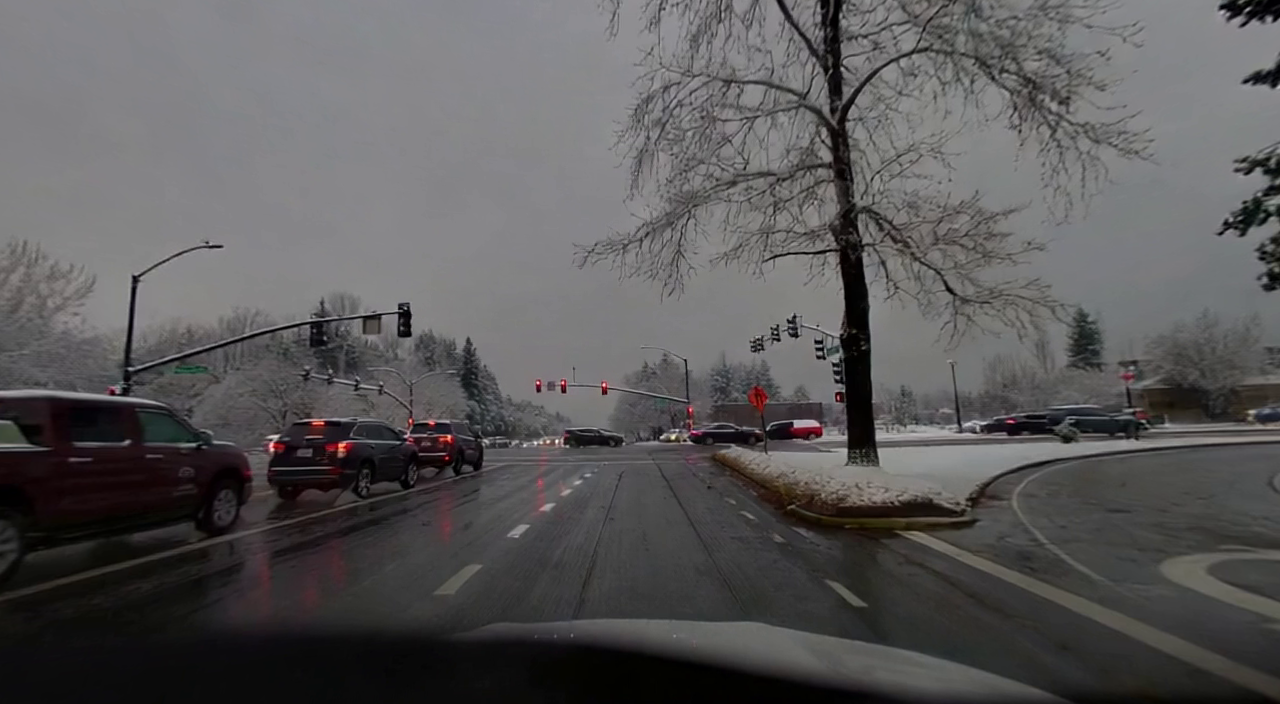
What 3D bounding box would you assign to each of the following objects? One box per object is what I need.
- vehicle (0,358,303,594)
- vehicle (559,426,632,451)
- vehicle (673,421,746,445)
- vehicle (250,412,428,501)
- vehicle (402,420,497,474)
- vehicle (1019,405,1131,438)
[{"bbox_3d":[-6.555,1.332,7.177,2.381,1.961,5.407,0,-9,0],"label":"vehicle"},{"bbox_3d":[-2.783,5.524,40.007,4.429,1.489,1.773,-1,-9,6],"label":"vehicle"},{"bbox_3d":[4.736,5.545,42.996,4.836,1.508,1.875,-1,-9,6],"label":"vehicle"},{"bbox_3d":[-6.700,2.388,14.684,1.967,1.741,4.385,0,-9,0],"label":"vehicle"},{"bbox_3d":[-6.456,3.302,21.943,1.785,1.678,4.729,0,-9,1],"label":"vehicle"},{"bbox_3d":[23.360,3.769,34.022,4.476,1.635,1.941,-1,-9,5],"label":"vehicle"}]
